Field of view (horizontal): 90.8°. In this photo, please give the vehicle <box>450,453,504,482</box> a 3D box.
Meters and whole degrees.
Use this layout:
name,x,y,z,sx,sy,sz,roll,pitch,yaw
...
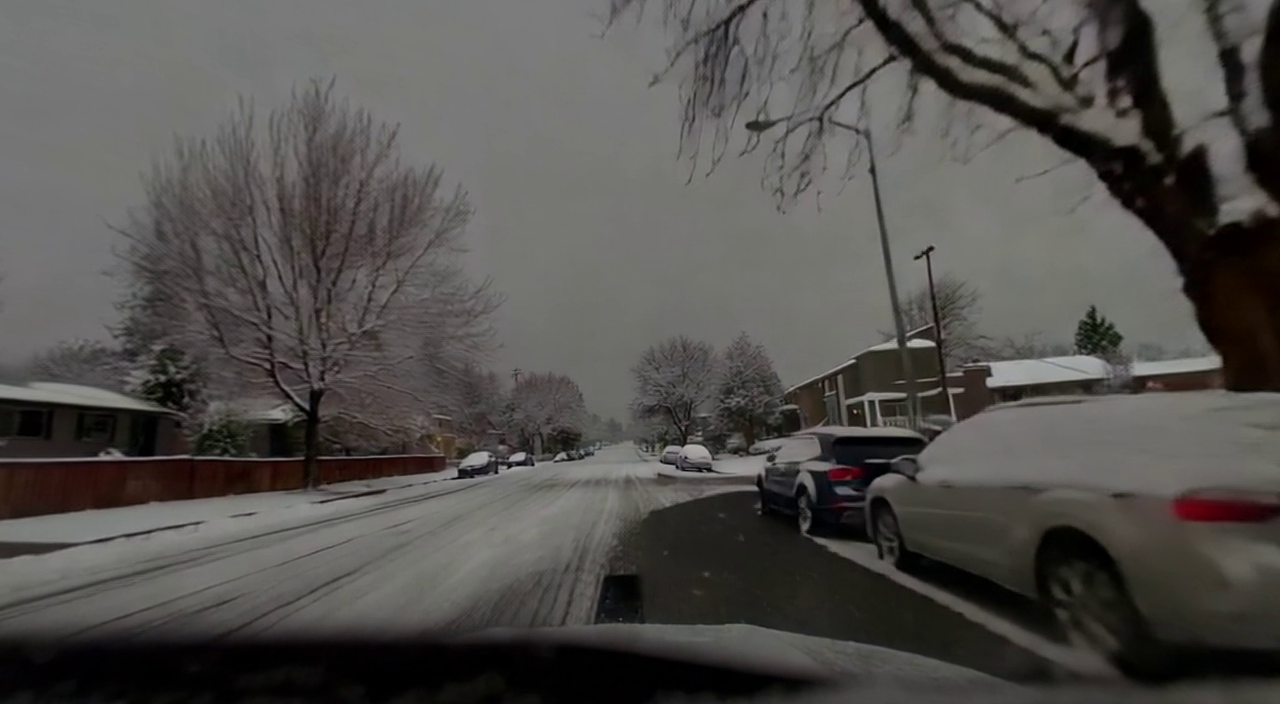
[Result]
name,x,y,z,sx,sy,sz,roll,pitch,yaw
vehicle,-8.807,6.234,34.439,1.937,1.427,4.510,0,-9,-3

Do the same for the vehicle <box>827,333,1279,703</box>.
name,x,y,z,sx,sy,sz,roll,pitch,yaw
vehicle,3.154,1.122,4.874,1.928,1.751,4.537,0,-9,-1

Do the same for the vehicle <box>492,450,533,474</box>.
name,x,y,z,sx,sy,sz,roll,pitch,yaw
vehicle,-9.138,7.918,45.686,2.027,1.584,4.476,-1,-9,1

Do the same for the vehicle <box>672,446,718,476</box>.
name,x,y,z,sx,sy,sz,roll,pitch,yaw
vehicle,2.925,5.901,34.405,1.927,1.529,4.144,0,-9,-3
